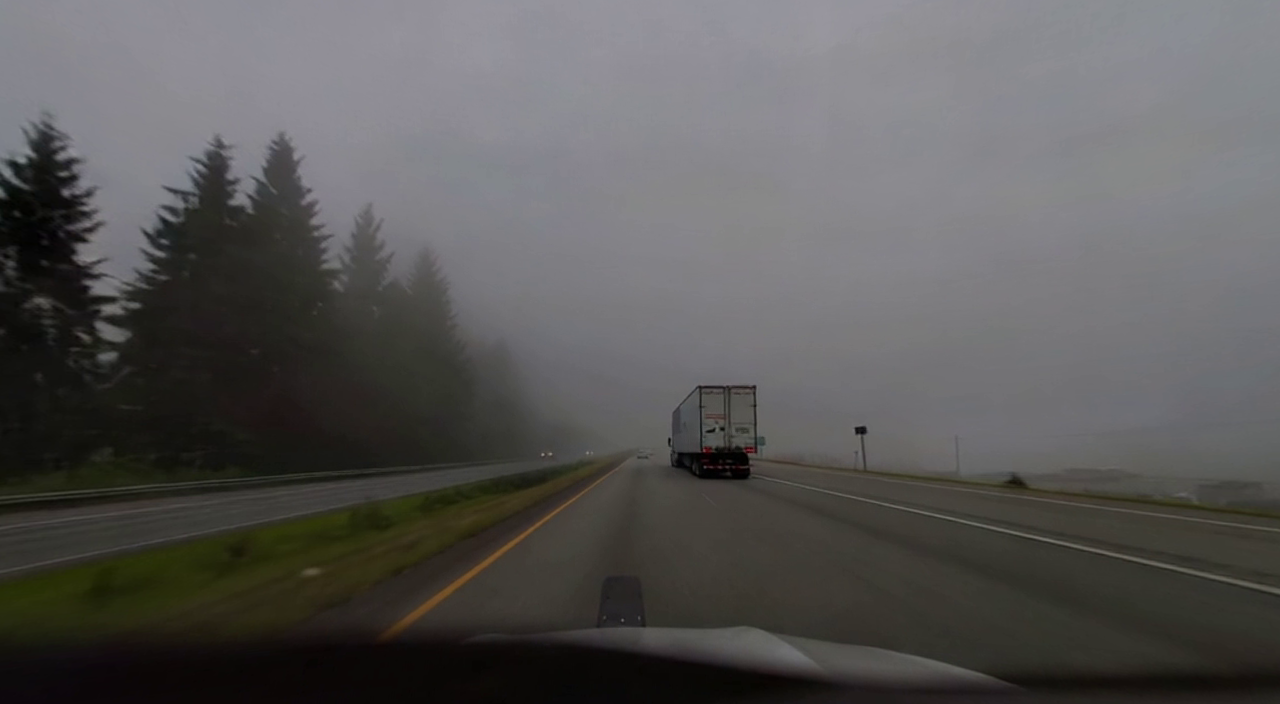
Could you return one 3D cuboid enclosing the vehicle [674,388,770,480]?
[{"bbox_3d":[3.780,4.470,33.228,2.955,3.825,14.115,0,-9,-1],"label":"vehicle"}]
